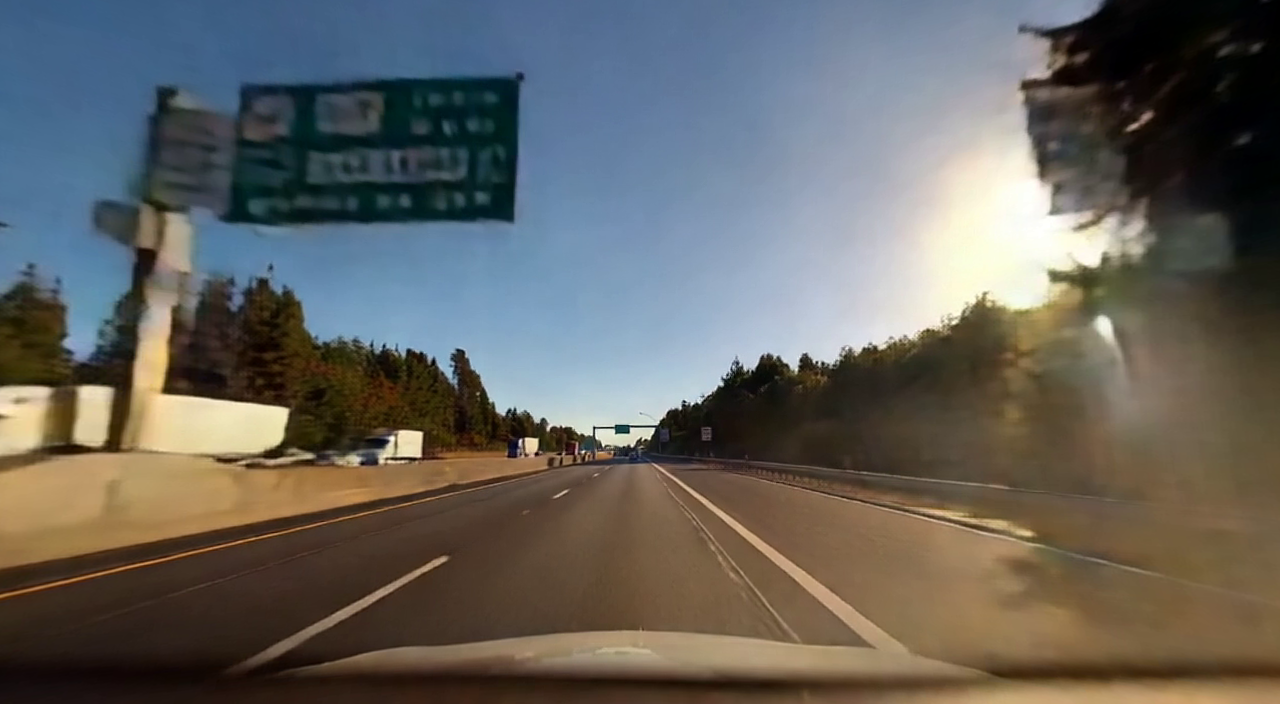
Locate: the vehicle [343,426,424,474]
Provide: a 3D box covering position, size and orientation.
[{"bbox_3d":[-17.089,6.599,42.529,2.659,2.913,6.929,0,-9,-1],"label":"vehicle"}]

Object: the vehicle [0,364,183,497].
[{"bbox_3d":[-20.612,2.901,22.329,2.969,3.921,7.766,0,-9,-2],"label":"vehicle"}]
